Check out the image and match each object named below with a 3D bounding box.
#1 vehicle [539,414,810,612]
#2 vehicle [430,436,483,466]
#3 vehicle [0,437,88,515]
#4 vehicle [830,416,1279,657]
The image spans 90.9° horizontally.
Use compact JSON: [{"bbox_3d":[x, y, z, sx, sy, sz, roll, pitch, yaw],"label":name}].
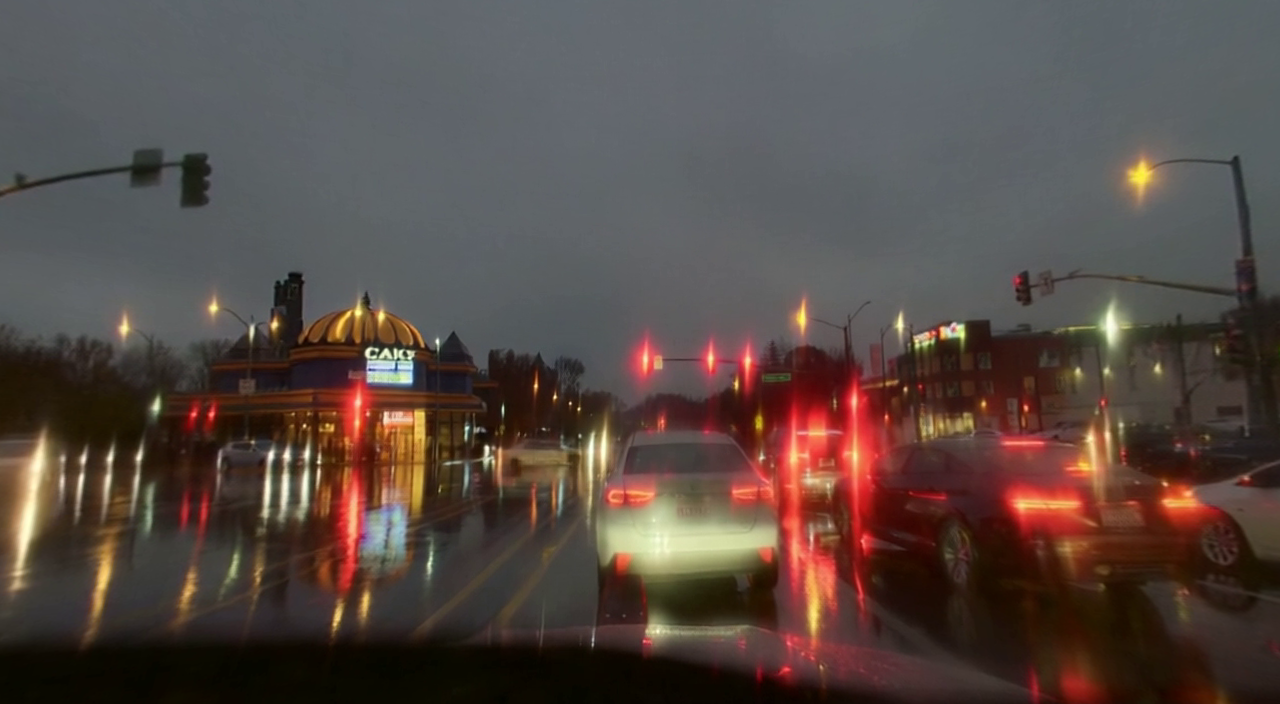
[{"bbox_3d":[0.216,1.522,6.843,2.073,1.496,3.892,0,-8,-1],"label":"vehicle"},{"bbox_3d":[-12.112,6.565,41.942,2.122,1.829,4.559,0,-8,0],"label":"vehicle"},{"bbox_3d":[-16.515,3.152,16.440,4.841,1.783,2.203,-7,-11,38],"label":"vehicle"},{"bbox_3d":[3.521,1.482,6.232,1.883,1.480,4.489,0,-8,0],"label":"vehicle"}]
